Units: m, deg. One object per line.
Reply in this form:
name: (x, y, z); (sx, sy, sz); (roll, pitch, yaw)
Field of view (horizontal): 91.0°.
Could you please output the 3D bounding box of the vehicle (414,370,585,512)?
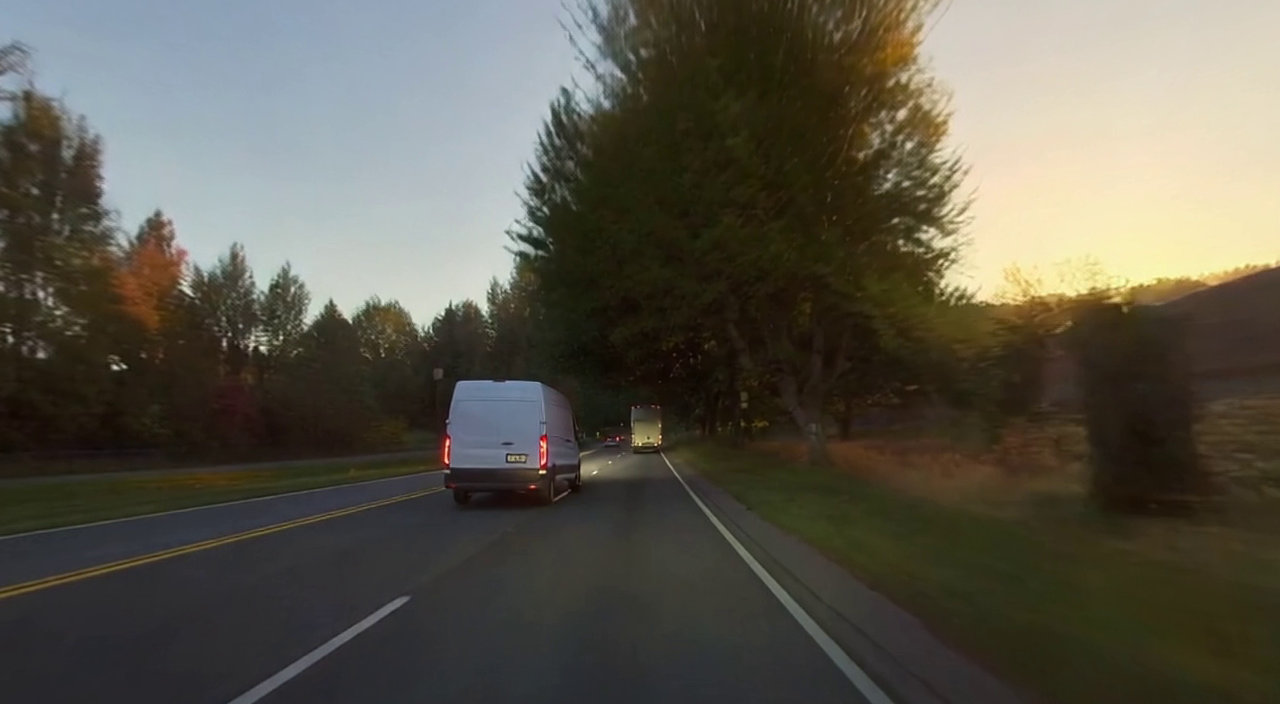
vehicle: (-2.880, 2.080, 14.816); (2.497, 2.628, 6.016); (0, -8, 1)
